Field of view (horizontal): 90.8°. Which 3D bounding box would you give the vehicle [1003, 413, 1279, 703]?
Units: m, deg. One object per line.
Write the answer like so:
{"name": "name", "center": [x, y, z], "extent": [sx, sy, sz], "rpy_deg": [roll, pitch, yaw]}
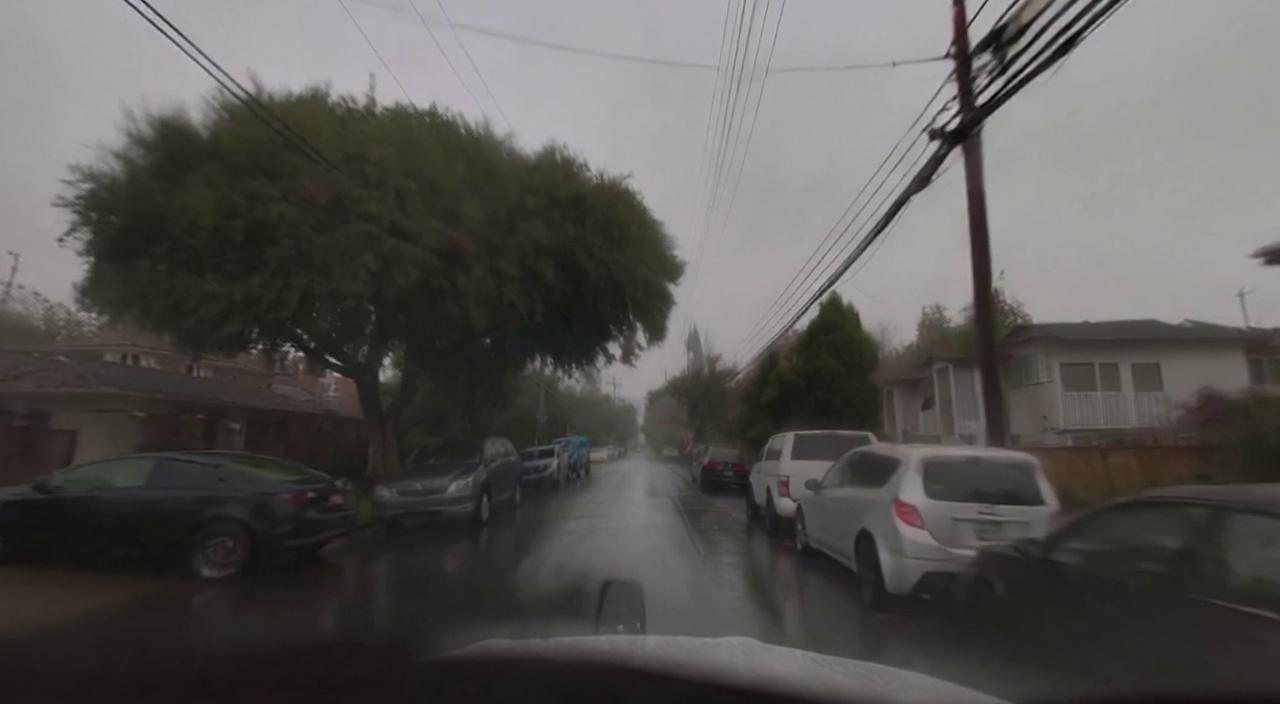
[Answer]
{"name": "vehicle", "center": [4.268, 1.006, 2.517], "extent": [4.471, 1.493, 1.886], "rpy_deg": [0, -8, -2]}

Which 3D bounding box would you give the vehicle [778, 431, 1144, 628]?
{"name": "vehicle", "center": [2.964, 1.688, 7.172], "extent": [1.878, 1.491, 4.495], "rpy_deg": [0, -8, 1]}

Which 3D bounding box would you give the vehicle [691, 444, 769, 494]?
{"name": "vehicle", "center": [2.932, 3.904, 21.669], "extent": [1.952, 1.469, 4.776], "rpy_deg": [0, -8, 0]}

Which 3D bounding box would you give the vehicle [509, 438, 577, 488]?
{"name": "vehicle", "center": [-3.723, 4.336, 25.196], "extent": [2.014, 1.780, 4.757], "rpy_deg": [0, -8, -1]}

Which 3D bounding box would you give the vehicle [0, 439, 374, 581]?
{"name": "vehicle", "center": [-6.201, 1.874, 7.964], "extent": [4.816, 1.519, 1.920], "rpy_deg": [0, -8, -4]}

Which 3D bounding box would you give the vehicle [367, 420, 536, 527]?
{"name": "vehicle", "center": [-3.911, 2.612, 14.310], "extent": [2.280, 1.953, 5.092], "rpy_deg": [0, -8, 0]}
